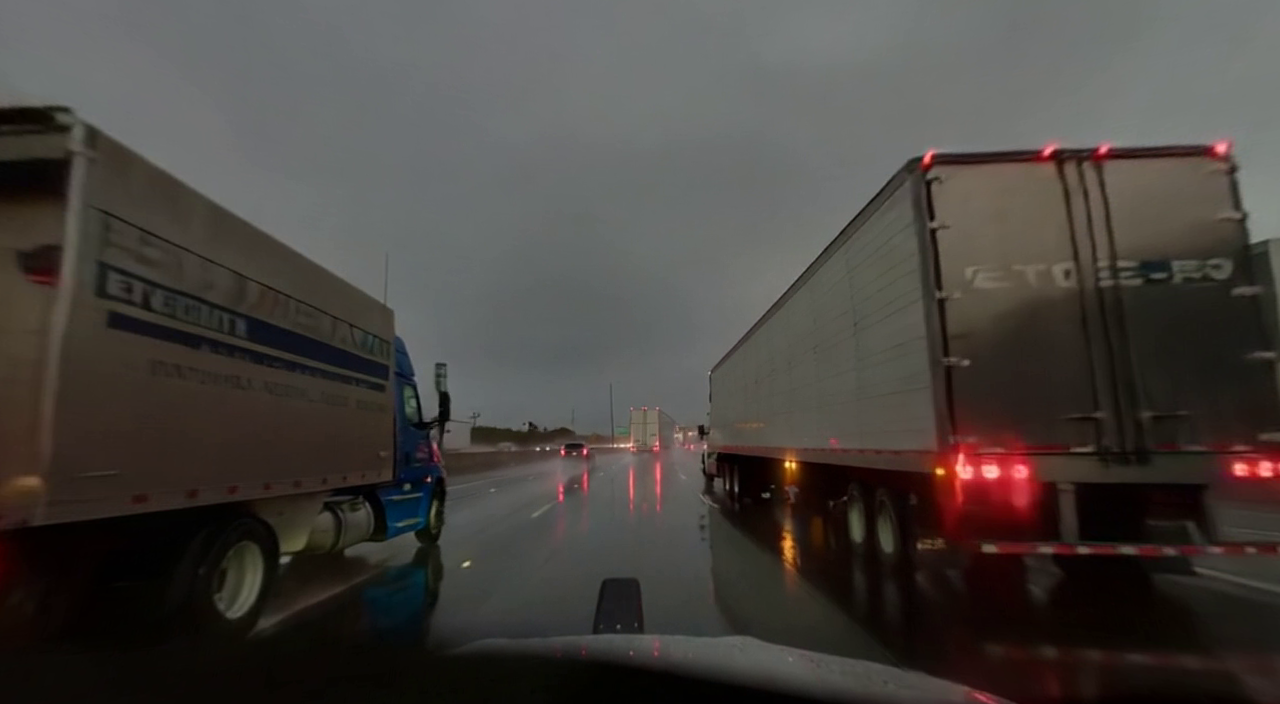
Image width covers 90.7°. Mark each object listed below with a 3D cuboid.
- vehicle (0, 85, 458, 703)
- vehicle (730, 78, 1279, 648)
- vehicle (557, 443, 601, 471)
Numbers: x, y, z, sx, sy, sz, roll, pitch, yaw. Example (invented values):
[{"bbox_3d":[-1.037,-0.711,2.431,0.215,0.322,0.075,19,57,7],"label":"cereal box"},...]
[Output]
[{"bbox_3d":[-3.881,0.791,5.734,2.557,2.855,6.674,0,-9,-1],"label":"vehicle"},{"bbox_3d":[4.018,0.930,10.992,2.951,3.974,13.340,-1,-9,0],"label":"vehicle"},{"bbox_3d":[-3.417,5.940,36.124,2.024,1.472,4.014,-1,-9,2],"label":"vehicle"}]
